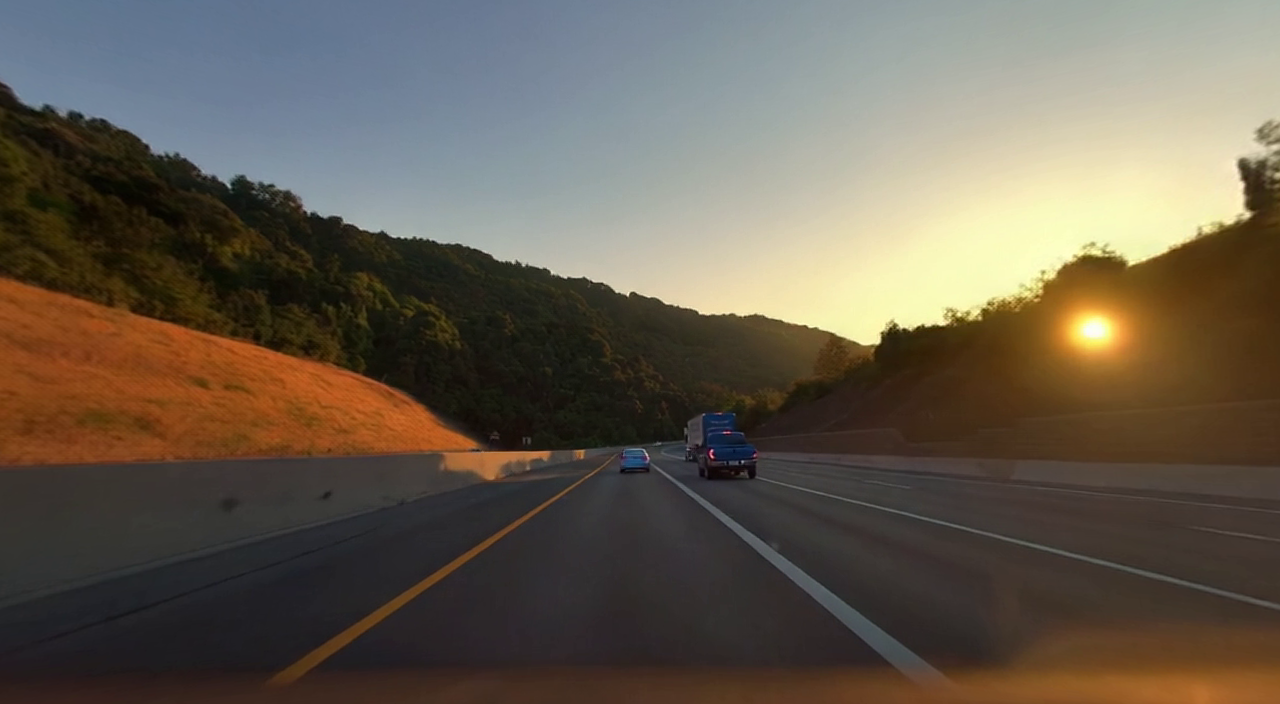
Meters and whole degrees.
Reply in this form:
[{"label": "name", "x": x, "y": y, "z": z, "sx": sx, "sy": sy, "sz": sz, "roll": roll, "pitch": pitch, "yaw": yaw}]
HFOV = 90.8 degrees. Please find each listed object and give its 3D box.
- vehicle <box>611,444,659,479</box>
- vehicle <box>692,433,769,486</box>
[{"label": "vehicle", "x": -0.261, "y": 5.093, "z": 29.613, "sx": 2.083, "sy": 1.477, "sz": 3.965, "roll": 0, "pitch": -9, "yaw": -1}, {"label": "vehicle", "x": 3.311, "y": 4.041, "z": 24.037, "sx": 2.098, "sy": 1.794, "sz": 4.561, "roll": 0, "pitch": -9, "yaw": -2}]
